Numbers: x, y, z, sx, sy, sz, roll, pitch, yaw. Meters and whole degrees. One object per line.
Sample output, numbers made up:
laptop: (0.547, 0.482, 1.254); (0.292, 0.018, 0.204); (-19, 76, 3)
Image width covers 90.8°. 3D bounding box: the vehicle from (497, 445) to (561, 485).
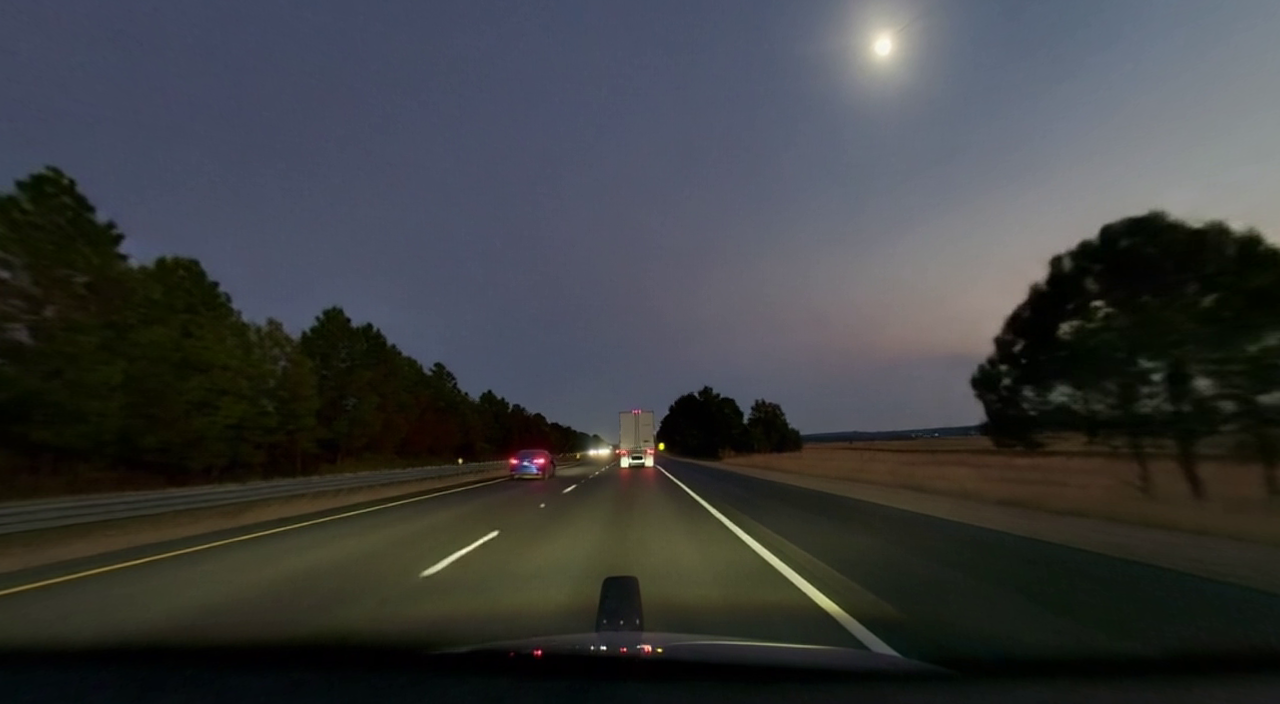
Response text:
vehicle: (-4.515, 4.667, 26.246); (1.937, 1.493, 3.779); (0, -9, 0)
